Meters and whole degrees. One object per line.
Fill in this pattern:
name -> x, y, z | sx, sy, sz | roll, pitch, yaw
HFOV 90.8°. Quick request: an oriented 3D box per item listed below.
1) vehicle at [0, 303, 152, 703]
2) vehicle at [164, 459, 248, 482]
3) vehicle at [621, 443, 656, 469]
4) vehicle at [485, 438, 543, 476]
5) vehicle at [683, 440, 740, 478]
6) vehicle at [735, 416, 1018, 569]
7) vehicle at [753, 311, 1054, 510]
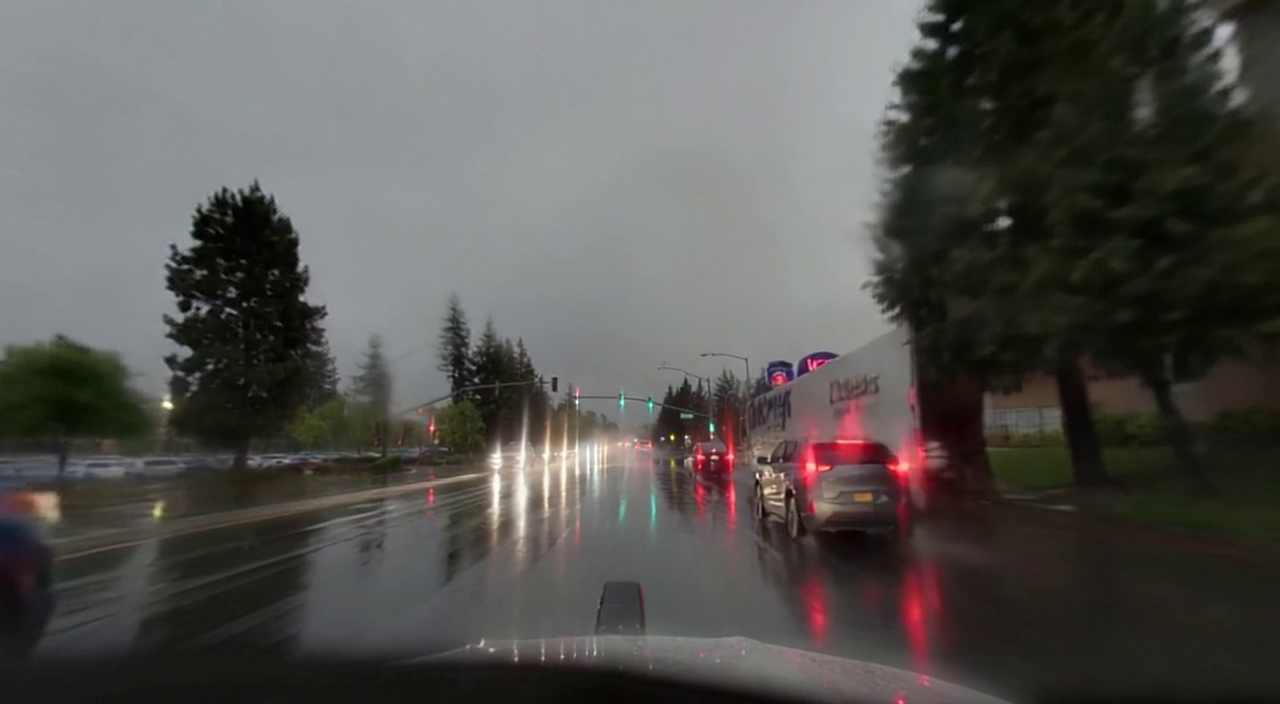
vehicle -> -4.101, 0.531, 1.280 | 2.368, 2.037, 5.319 | 1, -9, -6
vehicle -> -31.408, 8.588, 45.885 | 4.719, 1.481, 2.110 | 4, -9, -27
vehicle -> -0.105, 6.354, 38.745 | 2.008, 1.464, 4.052 | 0, -9, -1
vehicle -> -6.517, 5.468, 33.228 | 2.136, 1.837, 4.669 | 0, -9, -1
vehicle -> 2.987, 4.555, 27.088 | 1.842, 1.480, 4.155 | 0, -9, -2
vehicle -> 2.875, 1.845, 9.146 | 2.174, 1.596, 4.779 | 0, -9, -1
vehicle -> 6.923, 2.400, 21.454 | 2.899, 4.154, 16.592 | 0, -8, -1
